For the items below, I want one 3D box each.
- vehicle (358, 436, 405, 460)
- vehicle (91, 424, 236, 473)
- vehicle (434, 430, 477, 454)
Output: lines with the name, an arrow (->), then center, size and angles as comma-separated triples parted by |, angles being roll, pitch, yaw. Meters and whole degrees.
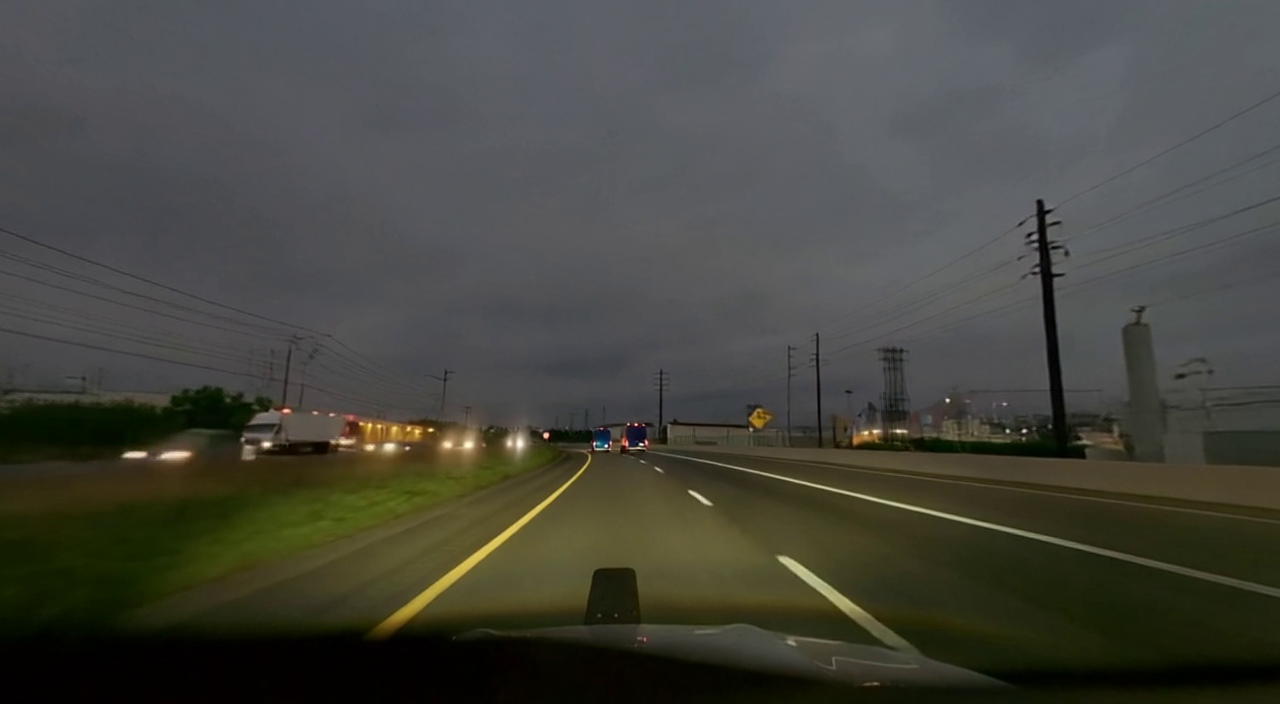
vehicle -> -16.890, 6.271, 41.305 | 1.680, 1.485, 3.530 | 0, -8, -3
vehicle -> -15.698, 3.202, 21.045 | 1.738, 1.465, 3.999 | -1, -8, -1
vehicle -> -13.345, 6.538, 45.695 | 2.009, 1.574, 4.419 | 0, -8, -3
